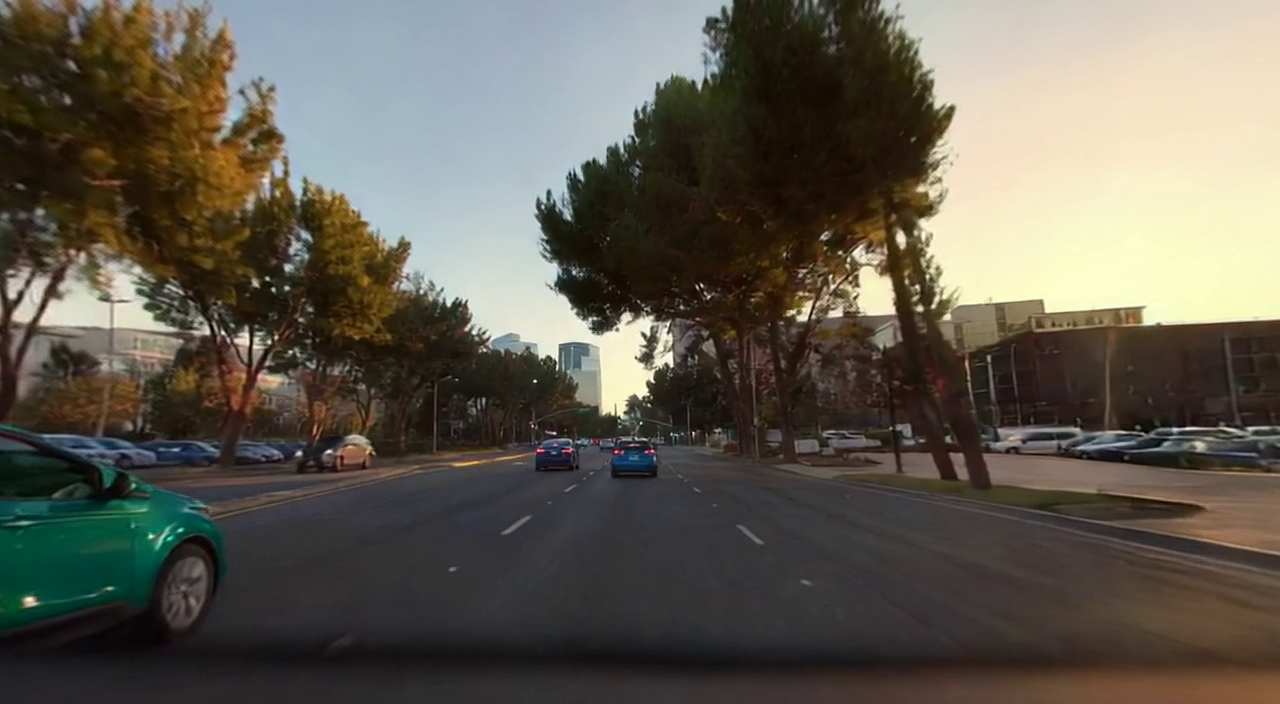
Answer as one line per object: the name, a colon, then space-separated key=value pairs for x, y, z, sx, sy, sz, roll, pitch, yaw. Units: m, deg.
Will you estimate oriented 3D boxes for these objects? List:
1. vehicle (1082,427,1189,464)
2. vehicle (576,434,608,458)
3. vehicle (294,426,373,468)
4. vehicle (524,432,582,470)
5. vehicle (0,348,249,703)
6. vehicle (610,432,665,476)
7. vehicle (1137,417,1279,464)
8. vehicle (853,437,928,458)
vehicle: x=19.827 y=3.760 z=25.287 sx=1.466 sy=1.357 sz=3.288 roll=1 pitch=-8 yaw=-3
vehicle: x=-3.646 y=7.272 z=48.615 sx=2.047 sy=1.810 sz=4.414 roll=0 pitch=-8 yaw=1
vehicle: x=-20.259 y=6.328 z=41.906 sx=2.398 sy=2.537 sz=5.723 roll=0 pitch=-8 yaw=-1
vehicle: x=-4.090 y=4.749 z=30.277 sx=2.113 sy=1.713 sz=4.422 roll=0 pitch=-8 yaw=0
vehicle: x=-3.697 y=0.739 z=2.114 sx=2.070 sy=1.641 sz=4.152 roll=0 pitch=-8 yaw=0
vehicle: x=-0.099 y=4.117 z=25.496 sx=2.042 sy=1.641 sz=4.187 roll=0 pitch=-8 yaw=0
vehicle: x=22.627 y=3.527 z=24.668 sx=2.079 sy=1.656 sz=4.564 roll=1 pitch=-10 yaw=-6
vehicle: x=17.762 y=6.772 z=44.669 sx=4.460 sy=1.449 sz=1.959 roll=0 pitch=-8 yaw=-2
